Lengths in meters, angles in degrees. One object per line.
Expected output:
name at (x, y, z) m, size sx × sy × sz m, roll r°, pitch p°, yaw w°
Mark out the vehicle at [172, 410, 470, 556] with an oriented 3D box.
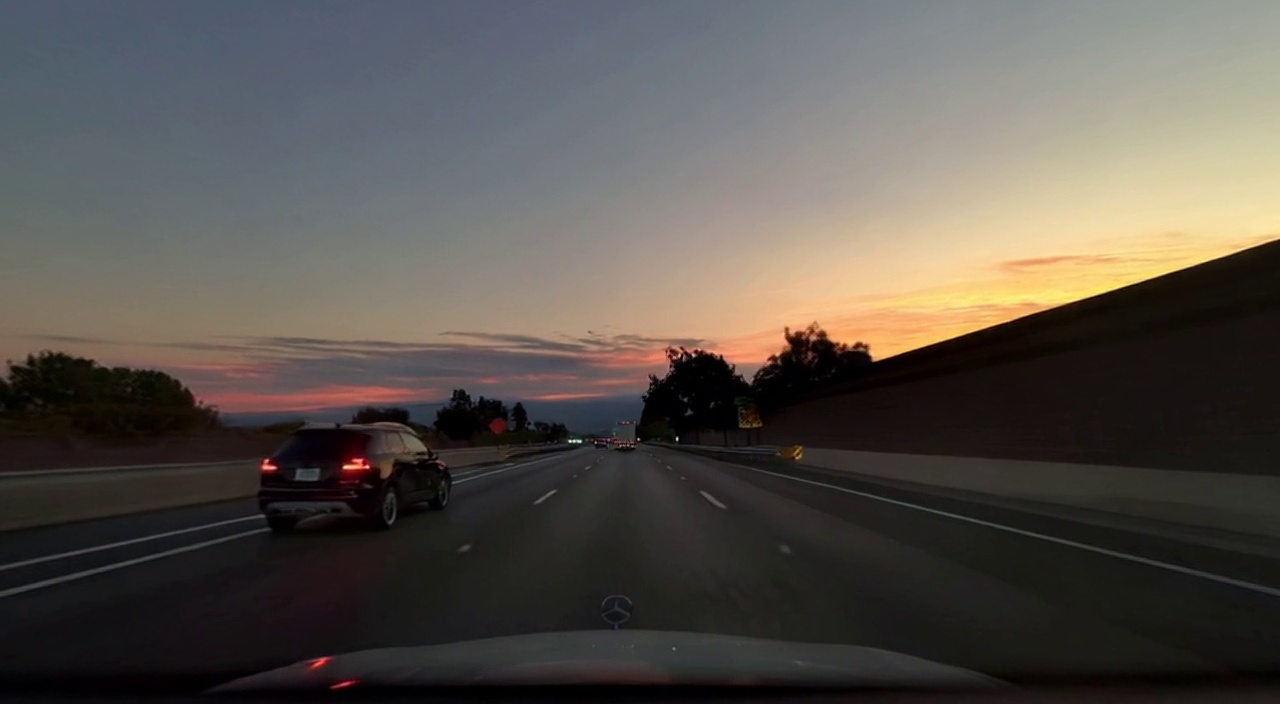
vehicle at (-4.274, 1.811, 9.587) m, size 2.123 × 1.655 × 4.688 m, roll 0°, pitch -8°, yaw -1°
